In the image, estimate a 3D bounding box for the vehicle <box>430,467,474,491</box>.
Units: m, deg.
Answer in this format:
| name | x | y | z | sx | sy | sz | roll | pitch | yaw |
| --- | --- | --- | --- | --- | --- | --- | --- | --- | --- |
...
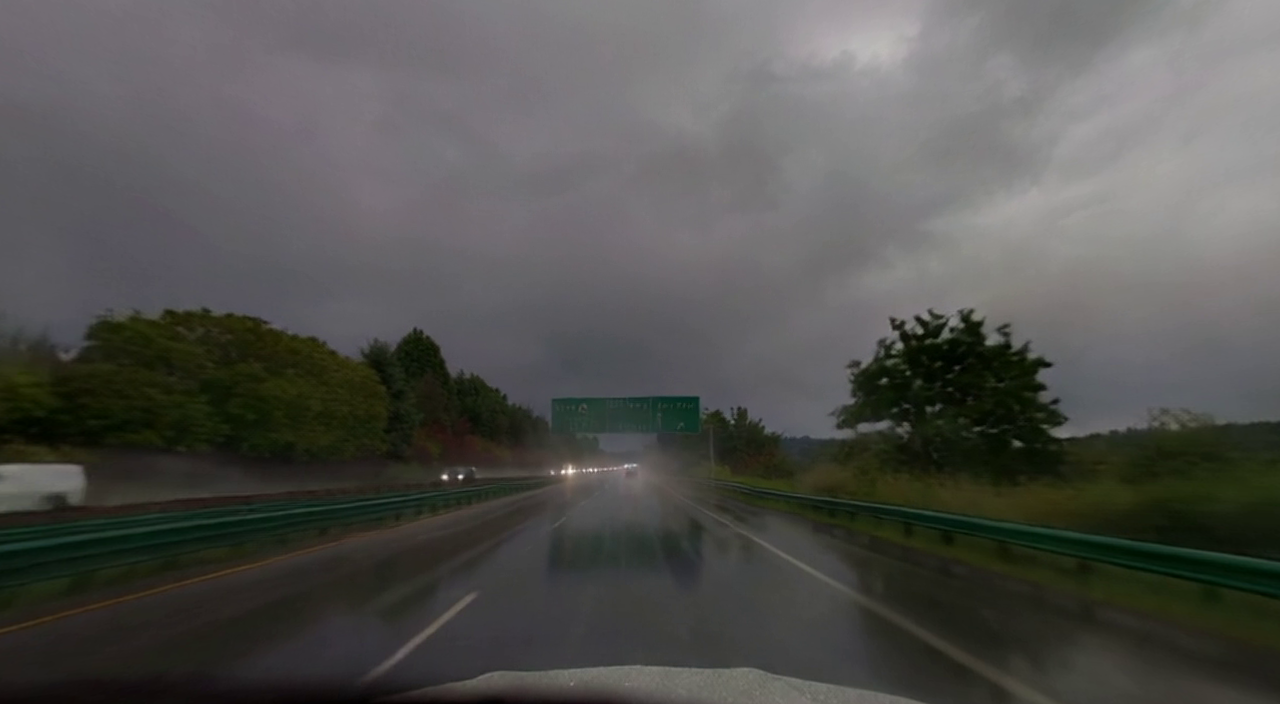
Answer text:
| name | x | y | z | sx | sy | sz | roll | pitch | yaw |
| --- | --- | --- | --- | --- | --- | --- | --- | --- | --- |
| vehicle | -13.081 | 8.866 | 44.099 | 1.931 | 1.571 | 3.634 | 1 | -11 | 0 |
